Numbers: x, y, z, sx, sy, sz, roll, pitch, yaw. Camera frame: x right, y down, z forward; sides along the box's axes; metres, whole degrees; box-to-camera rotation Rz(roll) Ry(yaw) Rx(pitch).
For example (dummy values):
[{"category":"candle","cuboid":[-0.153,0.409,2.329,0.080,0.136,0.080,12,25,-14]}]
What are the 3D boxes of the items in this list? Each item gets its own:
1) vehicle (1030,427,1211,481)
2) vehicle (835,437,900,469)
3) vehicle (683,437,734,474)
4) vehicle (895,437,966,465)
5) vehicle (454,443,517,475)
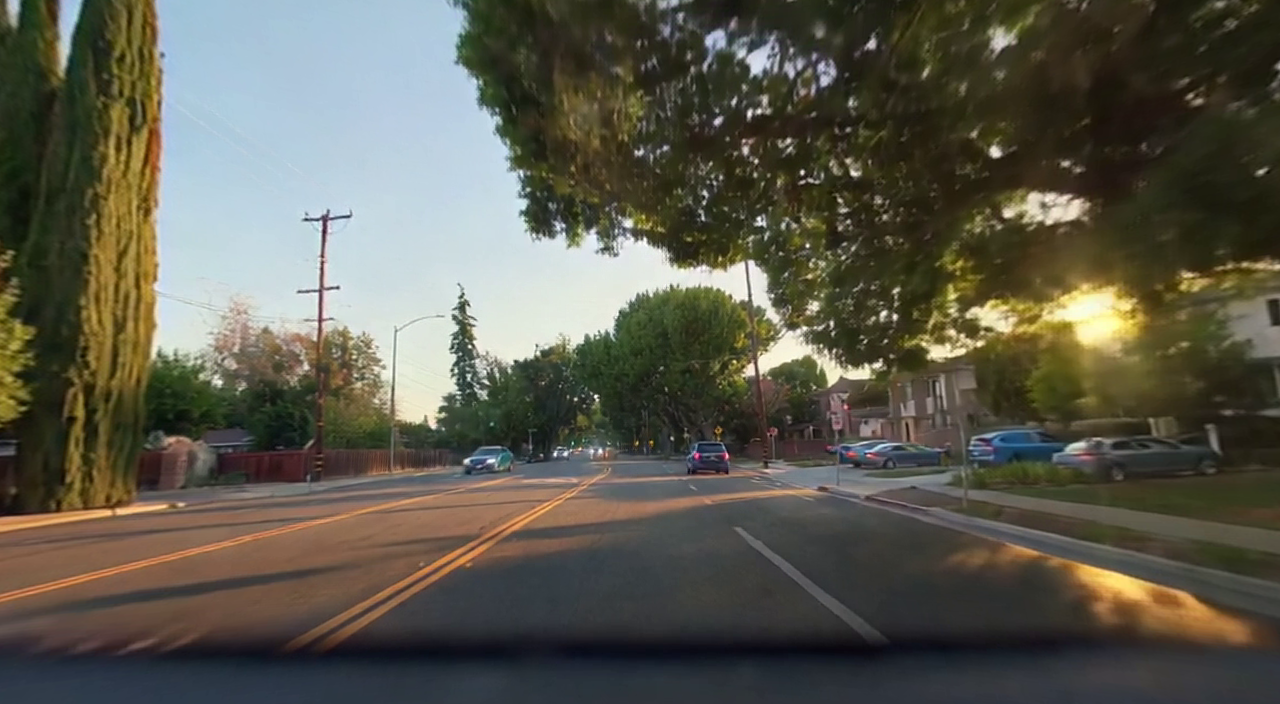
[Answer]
[{"category":"vehicle","cuboid":[15.321,3.266,20.295,4.135,1.558,1.929,-2,-8,2]},{"category":"vehicle","cuboid":[12.404,5.542,34.683,1.970,1.561,4.725,-1,-9,3]},{"category":"vehicle","cuboid":[3.670,5.675,34.757,2.144,1.843,4.827,0,-9,-2]},{"category":"vehicle","cuboid":[16.105,5.514,35.221,1.747,1.405,4.372,0,-9,-2]},{"category":"vehicle","cuboid":[-8.463,5.895,34.978,2.179,1.613,4.516,-1,-9,3]}]
